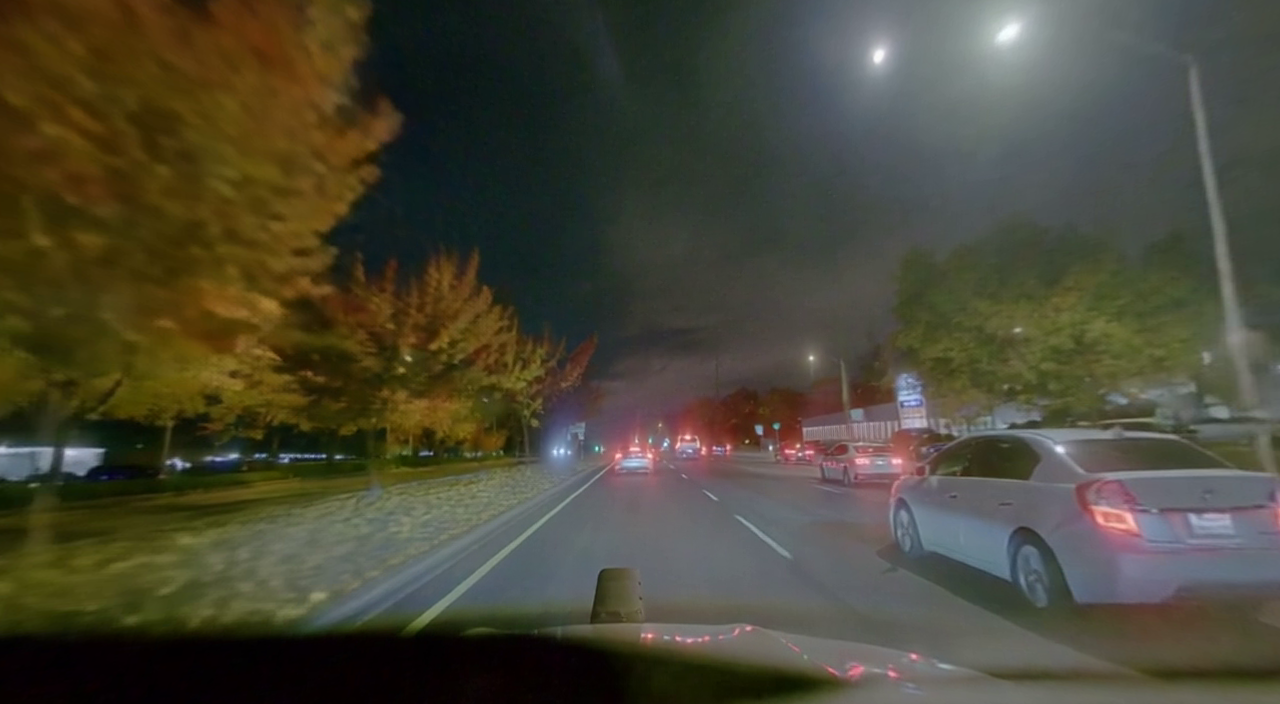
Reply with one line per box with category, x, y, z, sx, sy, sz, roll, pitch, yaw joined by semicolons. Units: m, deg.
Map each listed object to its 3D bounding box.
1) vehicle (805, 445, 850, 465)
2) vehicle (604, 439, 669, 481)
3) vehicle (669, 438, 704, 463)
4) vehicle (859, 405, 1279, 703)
vehicle;14.597;8.027;49.458;2.040;1.456;4.673;0;-8;-1
vehicle;-0.177;4.163;24.640;2.289;1.471;4.477;0;-8;-1
vehicle;3.396;7.352;47.291;2.188;1.760;4.297;0;-8;-1
vehicle;3.692;1.317;5.280;2.094;1.480;4.323;0;-8;-1
